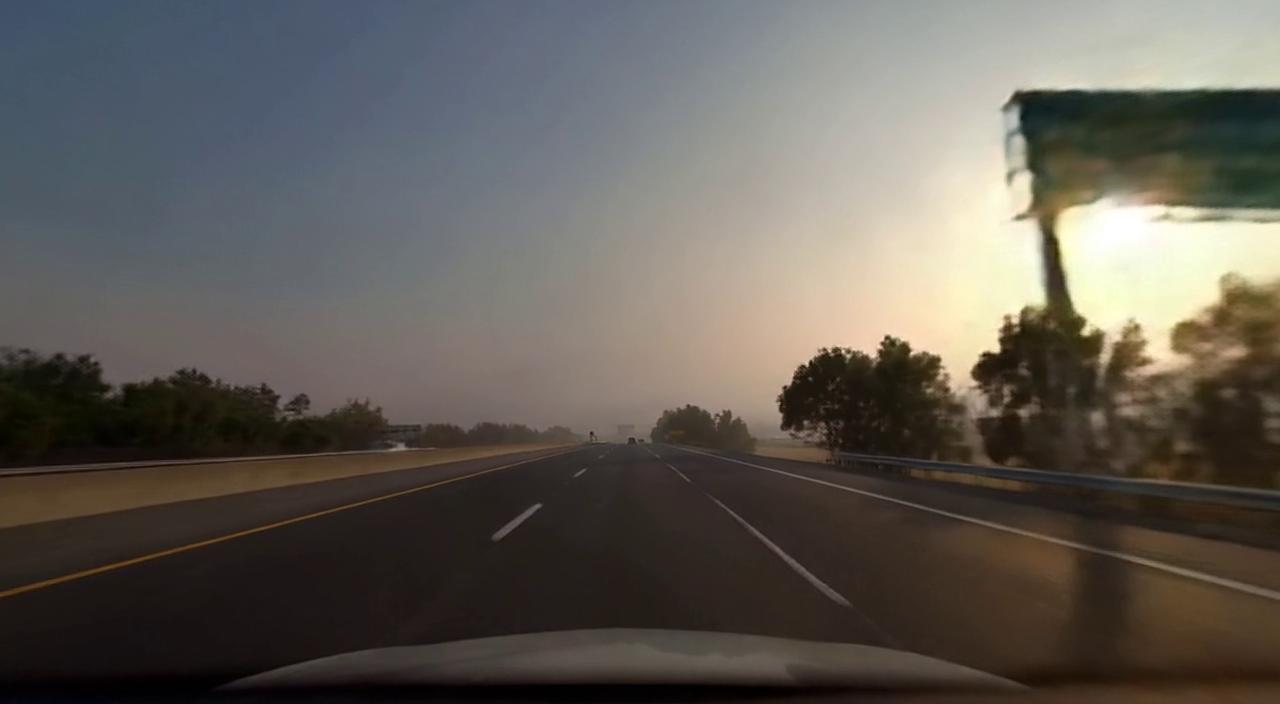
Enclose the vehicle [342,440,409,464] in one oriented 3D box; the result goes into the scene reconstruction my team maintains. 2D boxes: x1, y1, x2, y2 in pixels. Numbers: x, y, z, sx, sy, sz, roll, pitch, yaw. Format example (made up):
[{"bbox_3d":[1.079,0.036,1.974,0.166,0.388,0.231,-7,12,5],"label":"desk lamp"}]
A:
[{"bbox_3d":[-18.728,7.069,44.815,2.404,1.548,5.453,0,-8,0],"label":"vehicle"}]
